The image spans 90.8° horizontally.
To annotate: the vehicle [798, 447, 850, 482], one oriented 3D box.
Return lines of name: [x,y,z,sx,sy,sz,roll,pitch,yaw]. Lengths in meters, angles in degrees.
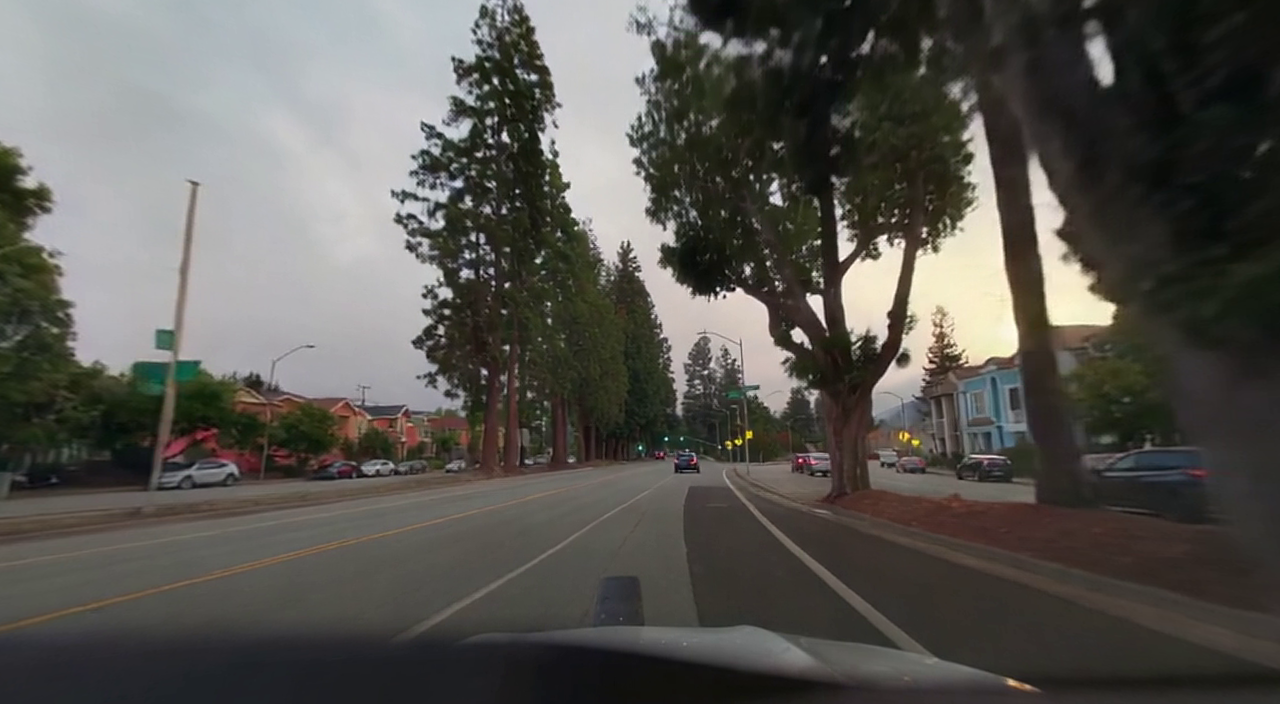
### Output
vehicle: [11.476,7.148,39.787,1.923,1.741,4.683,-4,-14,2]

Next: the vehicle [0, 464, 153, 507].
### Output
vehicle: [-22.143,5.181,24.889,1.880,1.455,4.599,-1,-9,7]

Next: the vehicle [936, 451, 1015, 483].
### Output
vehicle: [17.573,6.051,33.362,1.940,1.556,4.542,-1,-9,4]

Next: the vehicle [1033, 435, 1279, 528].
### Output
vehicle: [10.453,2.669,12.776,1.988,1.487,4.479,-1,-13,-1]

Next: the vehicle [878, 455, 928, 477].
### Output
vehicle: [18.879,8.183,45.582,1.969,1.465,4.930,-1,-9,6]

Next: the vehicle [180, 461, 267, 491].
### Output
vehicle: [-26.496,7.879,40.425,2.032,1.799,4.636,-1,-9,6]
